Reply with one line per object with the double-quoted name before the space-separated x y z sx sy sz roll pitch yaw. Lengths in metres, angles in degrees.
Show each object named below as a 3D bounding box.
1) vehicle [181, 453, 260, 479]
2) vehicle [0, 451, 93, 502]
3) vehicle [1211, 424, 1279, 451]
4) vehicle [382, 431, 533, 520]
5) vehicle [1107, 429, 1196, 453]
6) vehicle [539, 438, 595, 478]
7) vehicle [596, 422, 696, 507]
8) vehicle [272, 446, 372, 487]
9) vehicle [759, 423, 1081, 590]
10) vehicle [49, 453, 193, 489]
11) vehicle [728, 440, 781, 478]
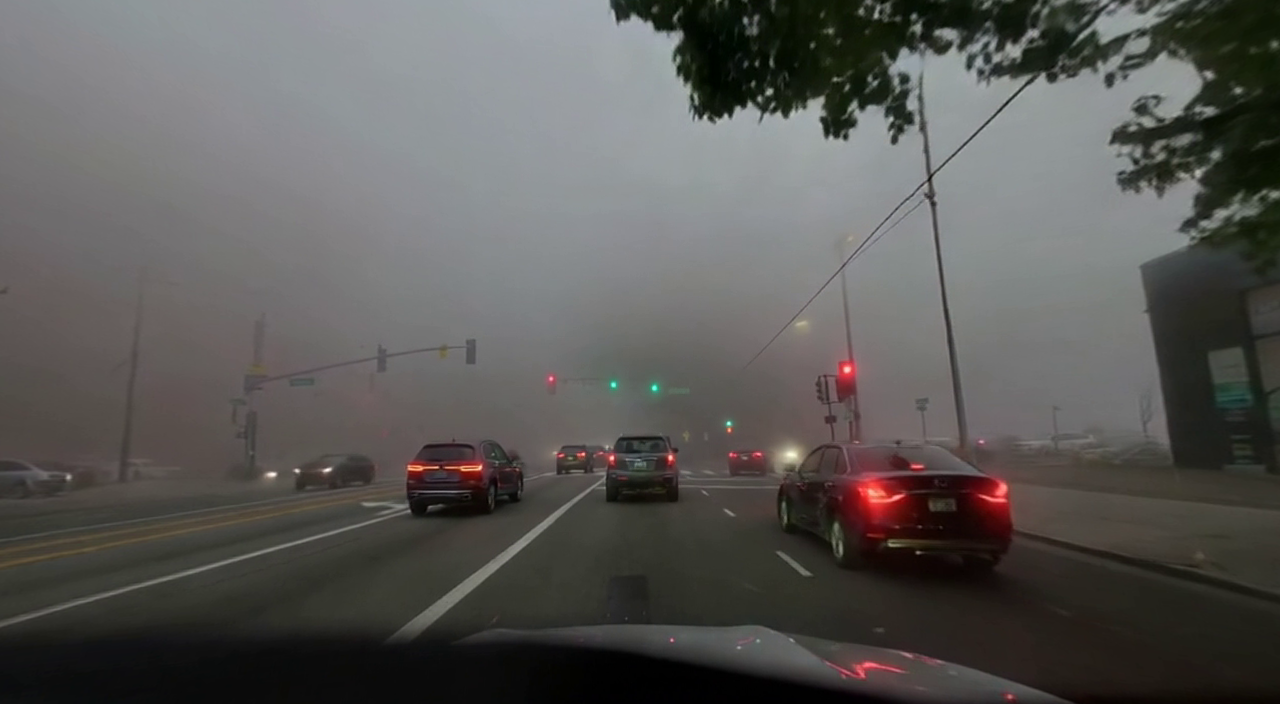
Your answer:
"vehicle" -29.453 7.996 44.294 4.337 1.690 1.875 -2 -8 5
"vehicle" -24.475 4.759 24.227 1.919 1.831 5.335 0 -8 2
"vehicle" 43.538 5.990 44.266 4.557 1.700 1.876 -5 -9 17
"vehicle" -3.695 2.568 13.655 1.886 1.599 4.247 0 -8 1
"vehicle" 37.398 6.503 46.191 4.409 1.696 2.180 -2 -9 11
"vehicle" -3.101 4.591 27.558 1.894 1.642 3.861 0 -8 2
"vehicle" 0.162 2.645 15.214 2.075 1.770 4.018 0 -8 1
"vehicle" -14.697 5.281 29.481 2.099 1.696 4.746 0 -8 1
"vehicle" 2.963 1.725 7.967 2.030 1.492 4.383 0 -8 0
"vehicle" -29.809 6.817 36.506 2.021 1.802 5.987 -5 -10 30
"vehicle" 4.863 4.488 26.707 1.986 1.457 4.566 -2 -8 11
